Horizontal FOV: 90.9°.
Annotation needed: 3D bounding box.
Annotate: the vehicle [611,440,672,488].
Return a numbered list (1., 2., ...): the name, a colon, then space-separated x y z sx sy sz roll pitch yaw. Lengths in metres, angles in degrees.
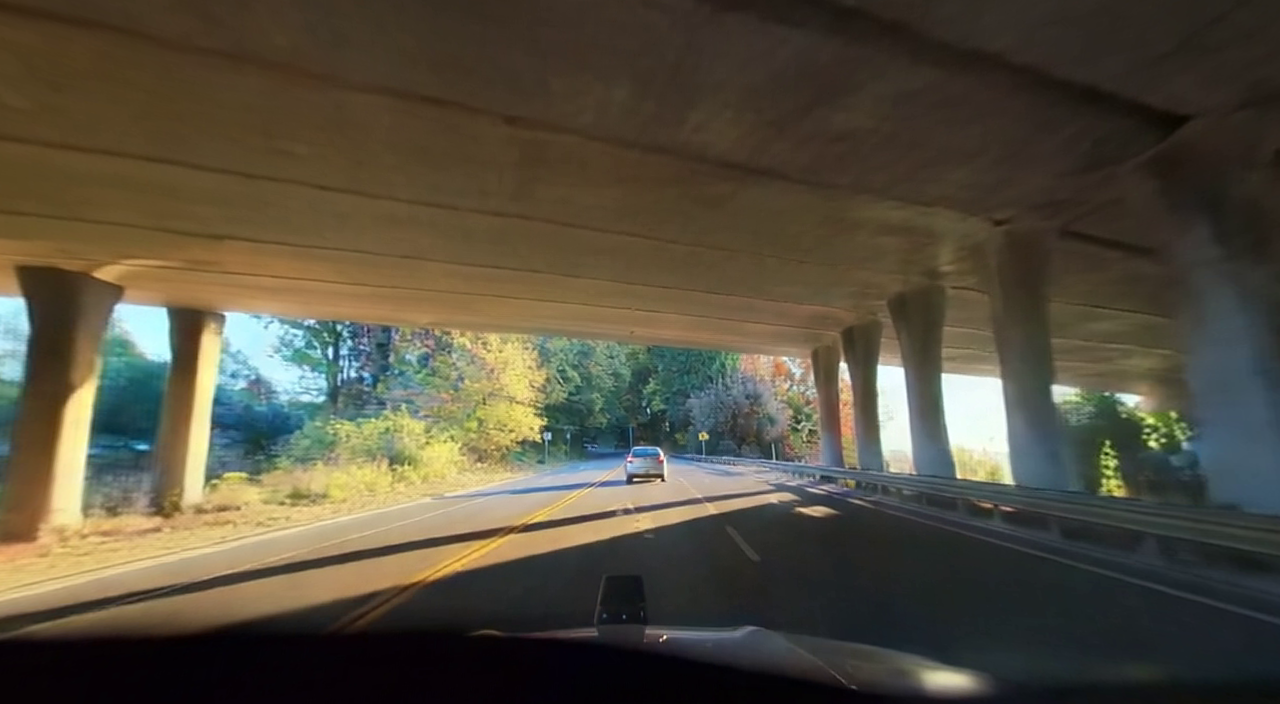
1. vehicle: 0.076 4.036 22.921 2.037 1.601 3.643 0 -9 1
